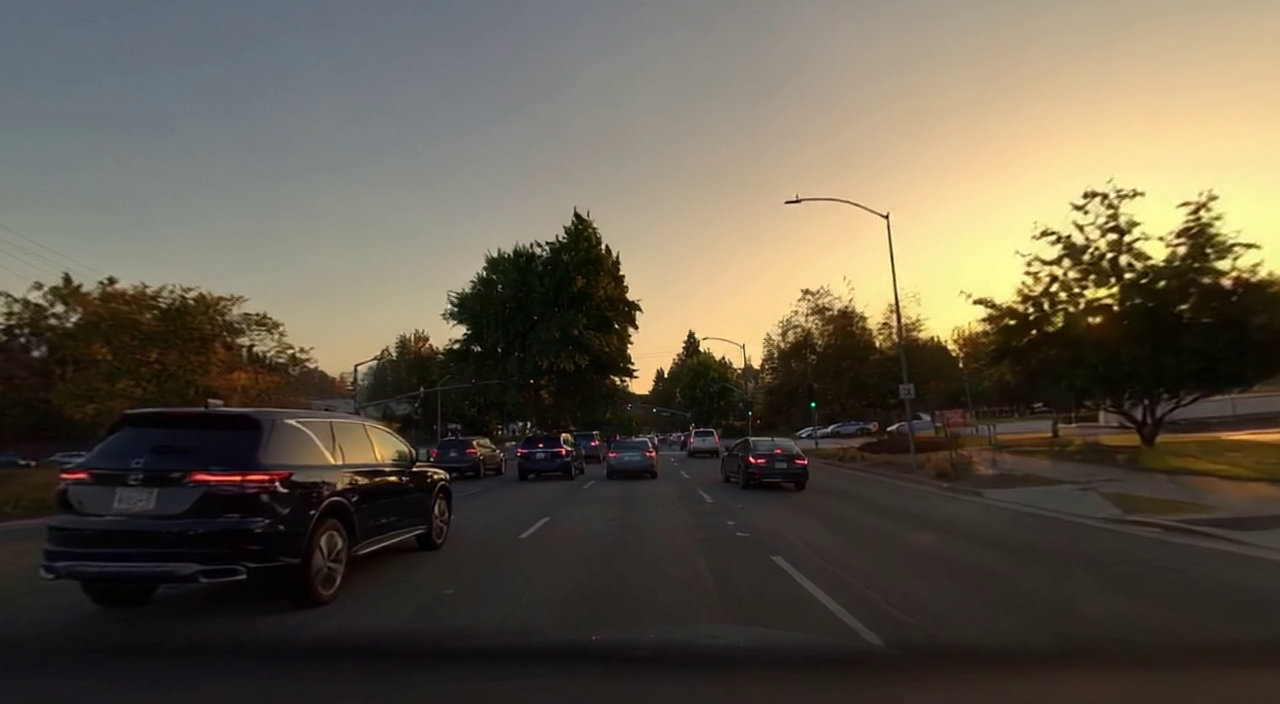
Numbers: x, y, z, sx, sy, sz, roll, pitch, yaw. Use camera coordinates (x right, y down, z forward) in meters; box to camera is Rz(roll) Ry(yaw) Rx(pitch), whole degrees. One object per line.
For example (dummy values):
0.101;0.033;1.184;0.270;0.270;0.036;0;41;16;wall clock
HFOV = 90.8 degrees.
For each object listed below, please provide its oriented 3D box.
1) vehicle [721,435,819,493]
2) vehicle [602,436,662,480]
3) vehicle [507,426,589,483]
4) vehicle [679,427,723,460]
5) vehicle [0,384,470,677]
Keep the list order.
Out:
3.635;3.197;18.443;1.884;1.463;4.195;0;-8;-1;vehicle
-0.247;3.910;23.555;2.030;1.477;4.330;0;-8;0;vehicle
-3.174;3.682;22.854;2.218;1.829;4.492;0;-8;1;vehicle
3.627;5.549;38.389;2.099;1.845;4.363;0;-8;-1;vehicle
-3.531;1.455;6.502;2.111;1.745;5.274;0;-8;0;vehicle
